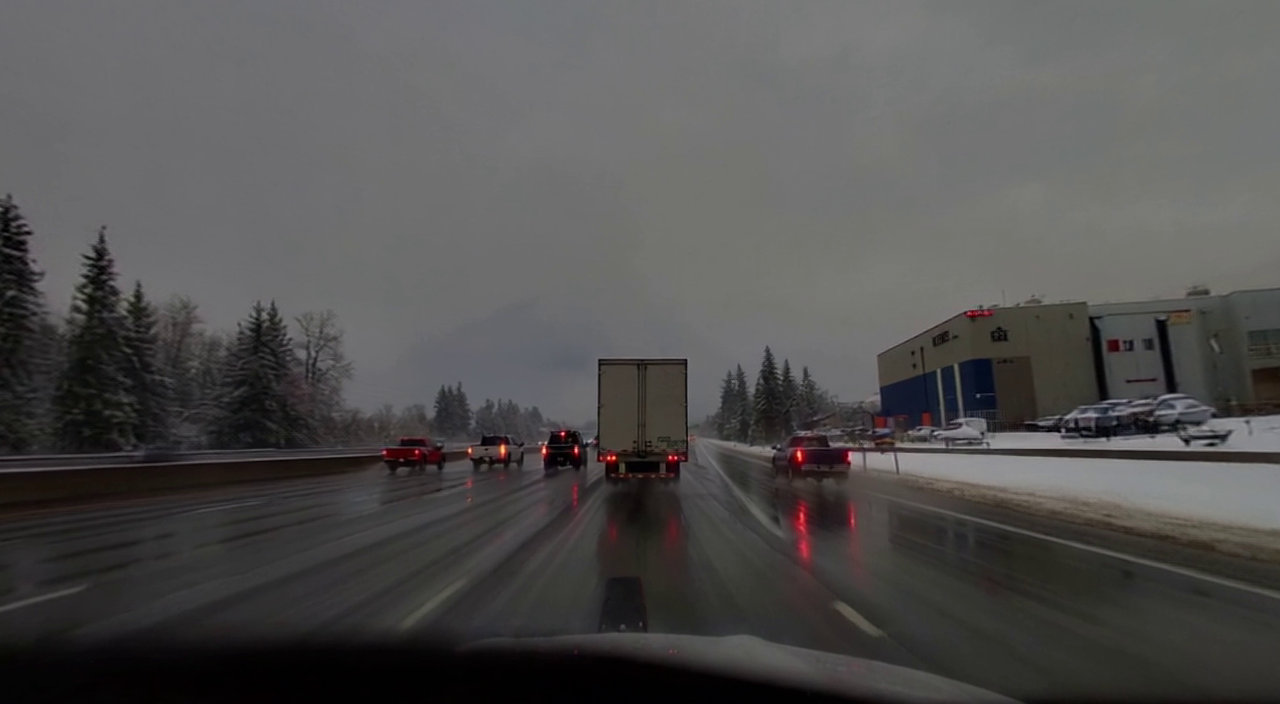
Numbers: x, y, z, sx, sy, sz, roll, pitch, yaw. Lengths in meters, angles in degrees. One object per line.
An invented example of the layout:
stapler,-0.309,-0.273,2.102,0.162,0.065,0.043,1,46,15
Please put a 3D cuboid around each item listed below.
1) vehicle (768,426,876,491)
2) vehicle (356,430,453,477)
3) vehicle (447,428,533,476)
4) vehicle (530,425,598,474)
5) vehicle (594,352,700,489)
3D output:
vehicle,5.607,3.367,20.158,2.137,1.796,4.817,0,-9,2
vehicle,-10.443,4.579,28.591,2.089,1.885,5.888,0,-9,0
vehicle,-6.803,4.654,29.417,2.479,1.978,5.952,0,-9,1
vehicle,-3.424,4.580,29.739,2.379,2.075,6.169,0,-9,1
vehicle,0.092,2.617,22.495,2.941,3.794,9.851,0,-9,-1
